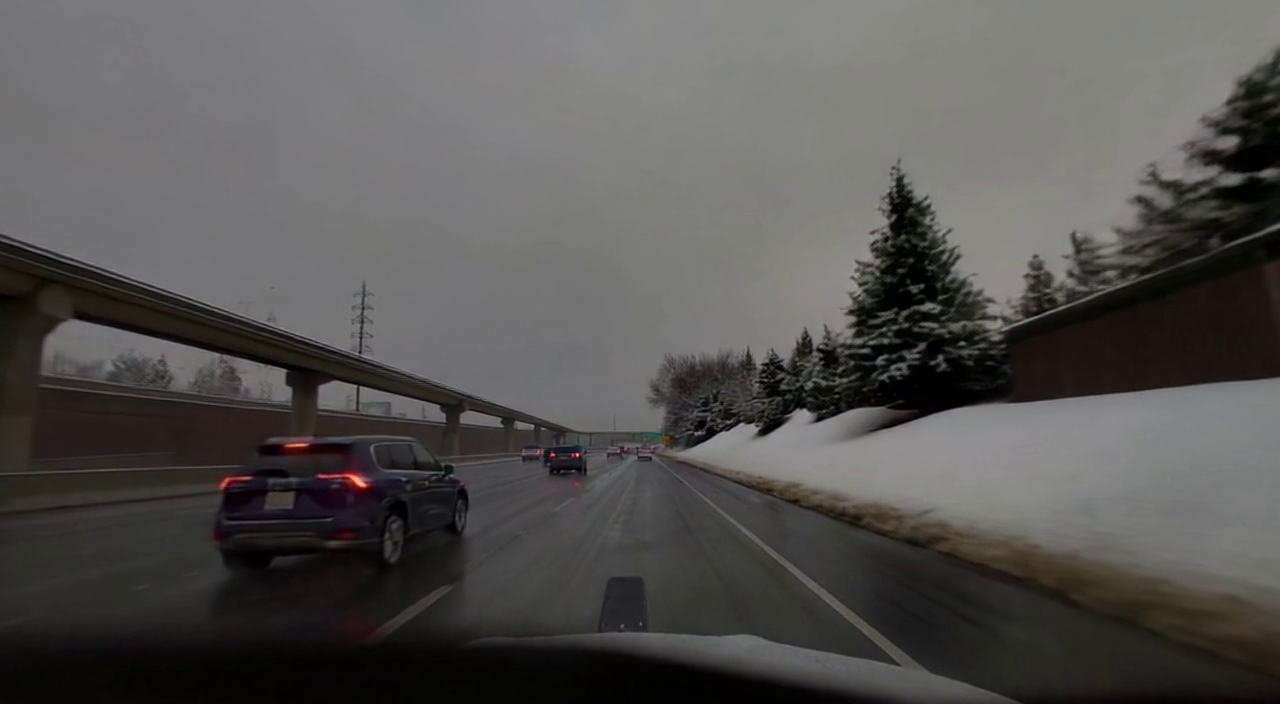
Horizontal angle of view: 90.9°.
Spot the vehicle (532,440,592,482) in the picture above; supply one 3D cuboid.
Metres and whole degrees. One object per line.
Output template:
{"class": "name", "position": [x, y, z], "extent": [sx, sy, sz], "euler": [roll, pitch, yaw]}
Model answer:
{"class": "vehicle", "position": [-3.454, 4.920, 28.764], "extent": [2.052, 1.731, 4.372], "euler": [0, -8, 2]}

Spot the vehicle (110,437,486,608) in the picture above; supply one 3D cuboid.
{"class": "vehicle", "position": [-3.493, 1.788, 7.655], "extent": [2.056, 1.449, 4.330], "euler": [0, -8, 1]}
